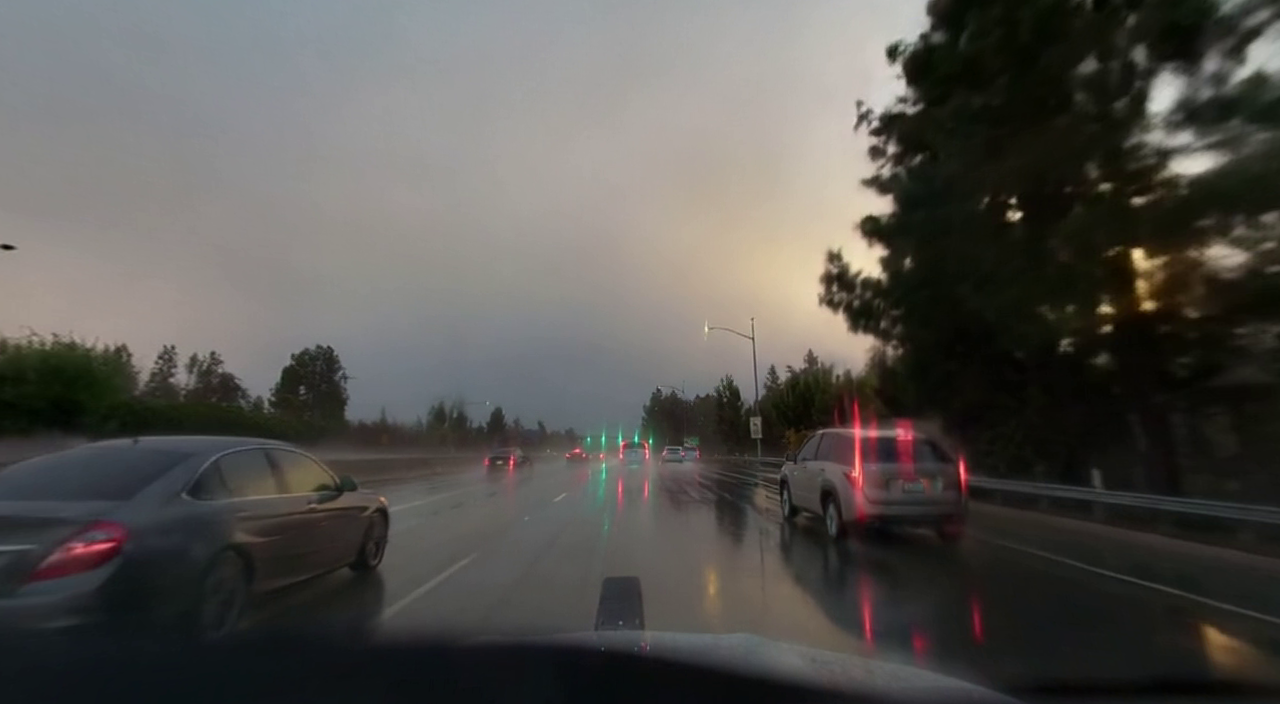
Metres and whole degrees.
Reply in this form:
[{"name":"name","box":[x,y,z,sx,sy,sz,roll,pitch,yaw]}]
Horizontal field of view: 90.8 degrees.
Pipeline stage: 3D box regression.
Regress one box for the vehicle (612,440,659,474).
[{"name":"vehicle","box":[-0.259,5.657,34.300,2.408,1.748,4.217,0,-8,-1]}]

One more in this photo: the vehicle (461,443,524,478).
[{"name":"vehicle","box":[-7.003,5.177,30.398,1.980,1.519,4.147,0,-8,1]}]

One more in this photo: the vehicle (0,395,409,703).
[{"name":"vehicle","box":[-3.392,1.156,3.866,2.130,1.514,4.766,0,-8,0]}]

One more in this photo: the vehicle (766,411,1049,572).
[{"name":"vehicle","box":[3.351,1.846,9.154,2.029,1.716,4.545,0,-8,-1]}]

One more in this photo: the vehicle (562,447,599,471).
[{"name":"vehicle","box":[-3.805,6.951,41.378,1.968,1.473,4.209,0,-8,1]}]

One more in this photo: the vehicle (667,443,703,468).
[{"name":"vehicle","box":[3.263,7.619,46.703,2.320,1.735,4.408,0,-8,0]}]
